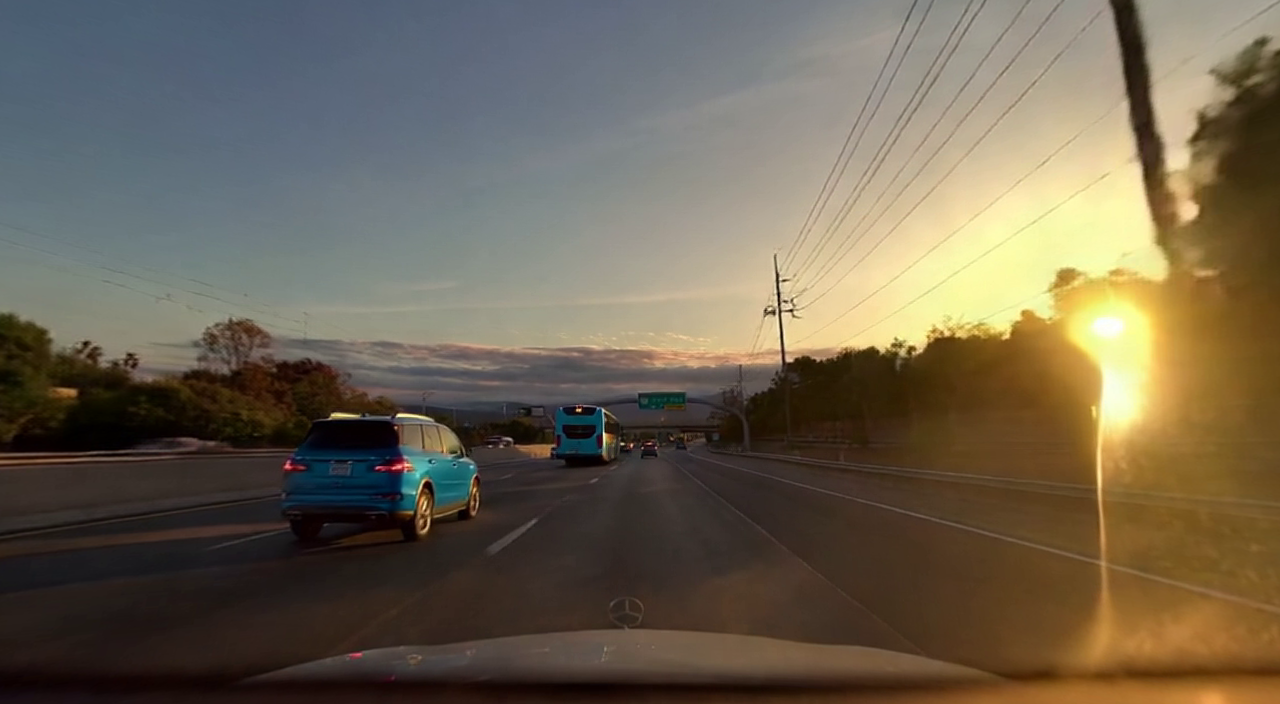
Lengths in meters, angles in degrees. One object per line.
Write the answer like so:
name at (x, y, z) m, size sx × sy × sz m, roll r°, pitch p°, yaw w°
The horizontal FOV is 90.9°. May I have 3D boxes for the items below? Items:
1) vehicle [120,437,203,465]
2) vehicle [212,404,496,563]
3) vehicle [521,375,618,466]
vehicle at (-24.092, 4.993, 31.910) m, size 1.472 × 1.351 × 3.350 m, roll 0°, pitch -9°, yaw 1°
vehicle at (-3.648, 1.765, 9.129) m, size 2.021 × 1.730 × 4.223 m, roll 0°, pitch -8°, yaw 1°
vehicle at (-3.196, 3.846, 32.576) m, size 3.382 × 3.712 × 11.766 m, roll 2°, pitch -9°, yaw 1°
